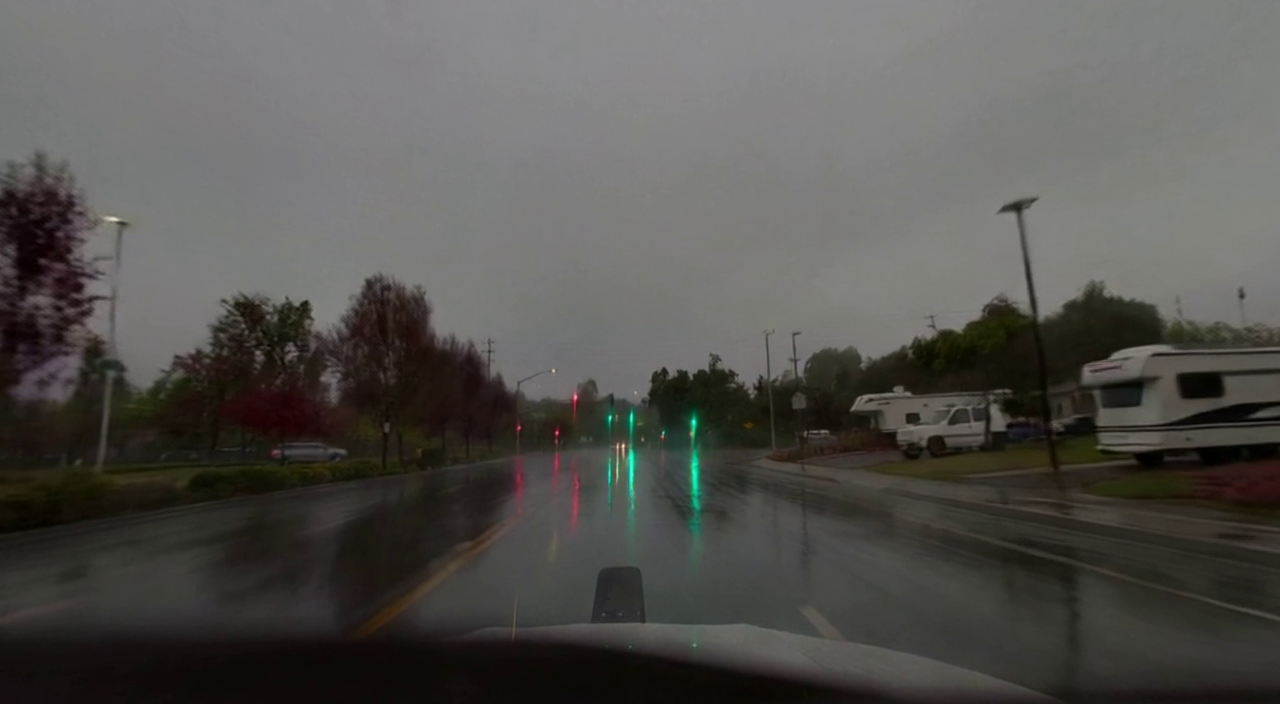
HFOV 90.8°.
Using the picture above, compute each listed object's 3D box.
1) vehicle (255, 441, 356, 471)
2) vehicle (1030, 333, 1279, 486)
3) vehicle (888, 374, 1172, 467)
[{"bbox_3d":[-24.798,7.707,47.010,6.218,2.056,2.324,-1,-5,1],"label":"vehicle"},{"bbox_3d":[15.655,1.479,16.202,9.450,3.499,2.789,0,-8,-3],"label":"vehicle"},{"bbox_3d":[15.699,2.823,25.933,9.549,3.068,3.049,-3,-7,-3],"label":"vehicle"}]
